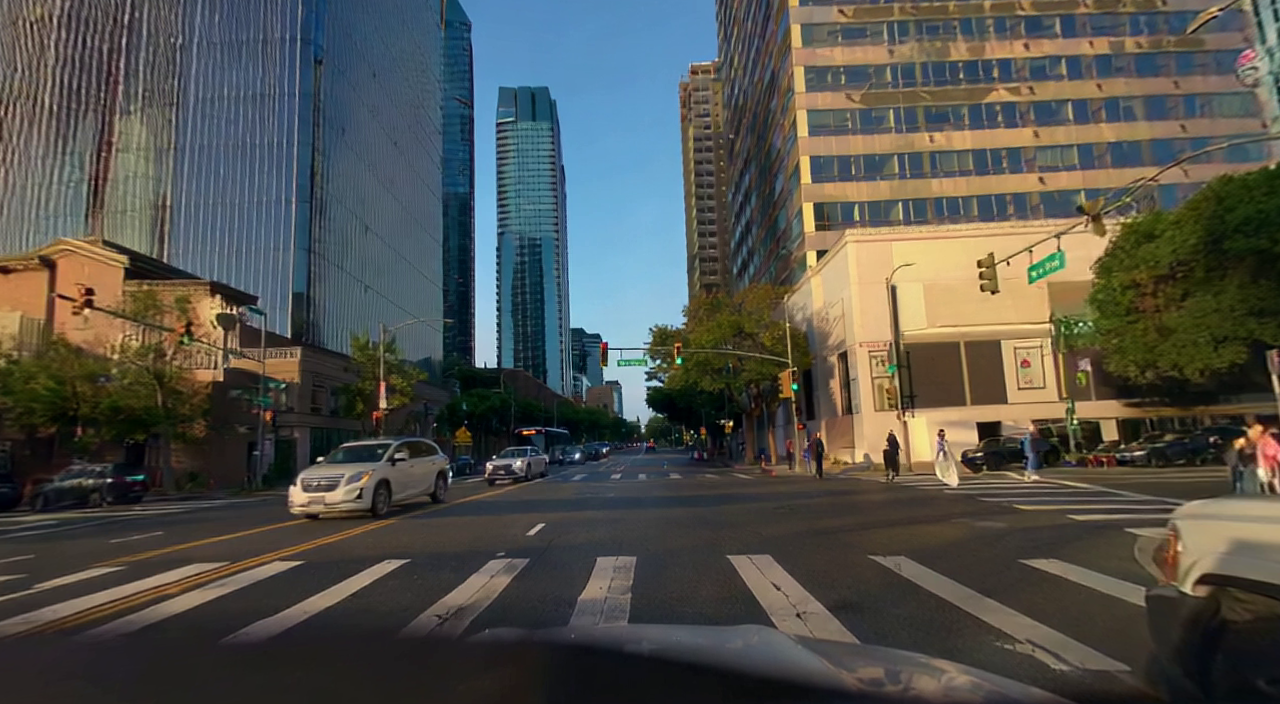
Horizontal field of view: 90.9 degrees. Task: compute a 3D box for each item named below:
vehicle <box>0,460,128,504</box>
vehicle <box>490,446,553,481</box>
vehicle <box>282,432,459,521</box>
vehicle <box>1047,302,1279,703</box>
[{"bbox_3d":[-27.153,5.966,29.137,5.101,1.851,2.118,0,-8,2],"label":"vehicle"},{"bbox_3d":[-5.446,5.179,29.636,1.956,1.457,4.958,0,-8,1],"label":"vehicle"},{"bbox_3d":[-5.904,2.752,14.548,1.990,1.710,4.507,0,-8,1],"label":"vehicle"},{"bbox_3d":[3.250,0.537,0.672,2.118,1.848,5.426,0,-8,2],"label":"vehicle"}]
